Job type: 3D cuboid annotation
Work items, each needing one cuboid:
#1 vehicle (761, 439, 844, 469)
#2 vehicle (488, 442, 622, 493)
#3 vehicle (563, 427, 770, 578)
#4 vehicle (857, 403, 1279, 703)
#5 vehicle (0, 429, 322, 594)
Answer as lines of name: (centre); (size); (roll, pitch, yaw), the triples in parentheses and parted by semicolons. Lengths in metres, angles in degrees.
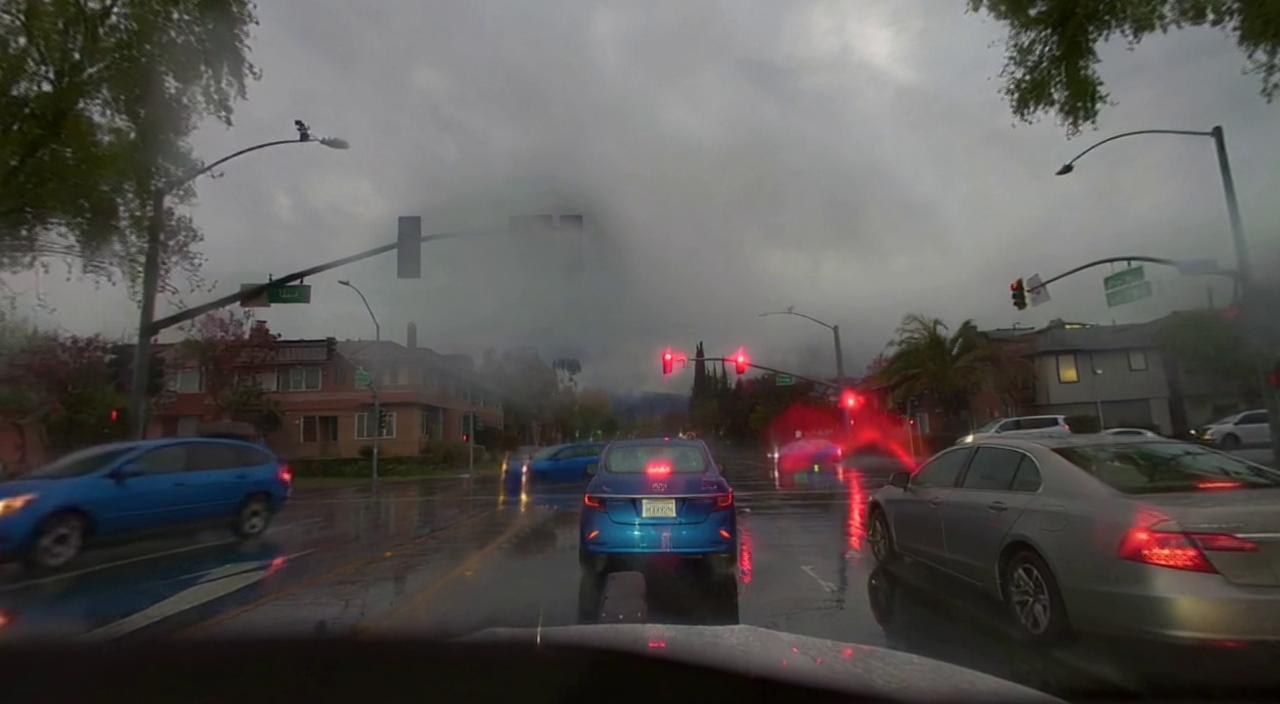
vehicle: (9.487, 5.967, 37.113); (4.240, 1.615, 1.936); (-8, -12, 43)
vehicle: (-2.718, 3.758, 21.025); (1.854, 1.490, 4.229); (-8, -11, 40)
vehicle: (0.306, 1.817, 8.337); (2.090, 1.505, 3.756); (-1, -9, 1)
vehicle: (3.665, 1.340, 5.430); (1.888, 1.486, 4.681); (0, -9, -1)
vehicle: (-7.439, 2.145, 9.532); (1.988, 1.799, 4.789); (-2, -9, 13)
